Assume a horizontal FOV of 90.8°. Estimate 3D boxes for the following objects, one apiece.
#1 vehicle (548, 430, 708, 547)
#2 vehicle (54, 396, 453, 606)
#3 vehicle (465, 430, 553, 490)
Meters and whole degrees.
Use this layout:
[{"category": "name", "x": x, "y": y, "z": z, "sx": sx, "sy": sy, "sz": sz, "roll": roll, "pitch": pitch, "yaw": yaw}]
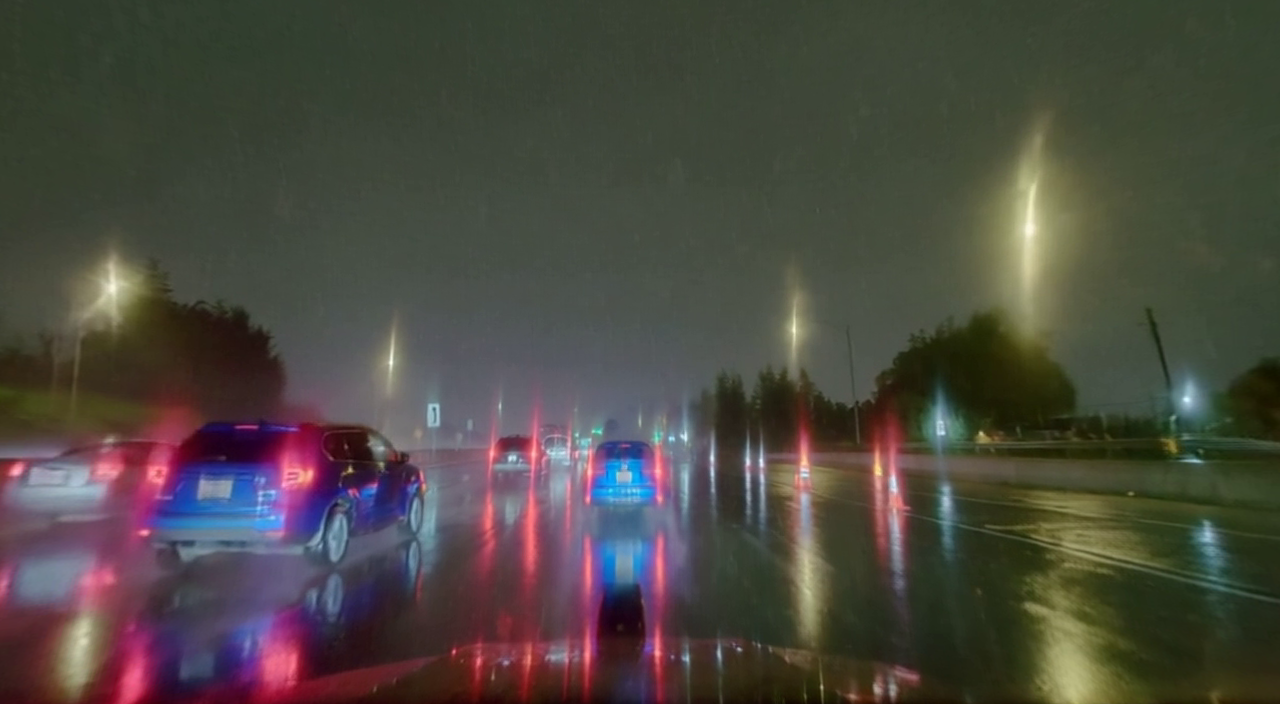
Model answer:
[{"category": "vehicle", "x": -0.217, "y": 2.067, "z": 10.219, "sx": 2.069, "sy": 1.484, "sz": 3.982, "roll": 0, "pitch": -9, "yaw": -2}, {"category": "vehicle", "x": -3.785, "y": 1.520, "z": 7.293, "sx": 2.025, "sy": 1.708, "sz": 4.089, "roll": 0, "pitch": -9, "yaw": -1}, {"category": "vehicle", "x": -4.061, "y": 3.418, "z": 20.258, "sx": 1.982, "sy": 1.727, "sz": 4.057, "roll": 0, "pitch": -9, "yaw": -1}]
